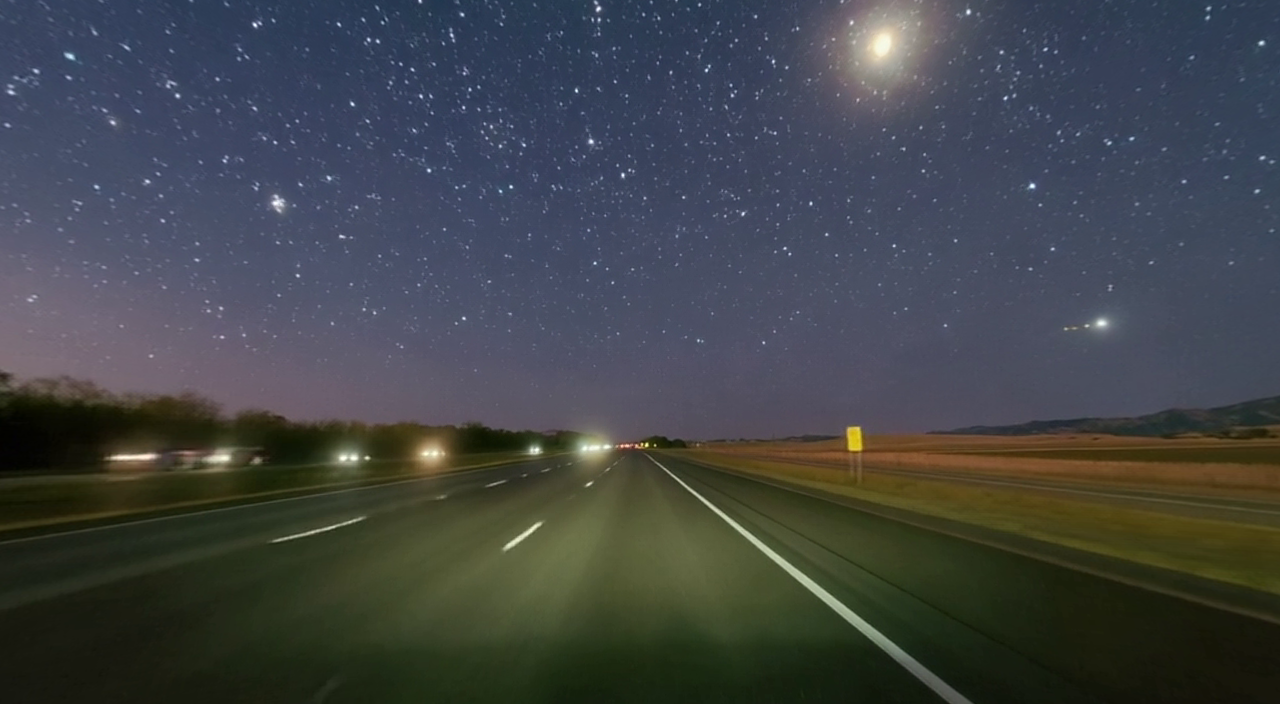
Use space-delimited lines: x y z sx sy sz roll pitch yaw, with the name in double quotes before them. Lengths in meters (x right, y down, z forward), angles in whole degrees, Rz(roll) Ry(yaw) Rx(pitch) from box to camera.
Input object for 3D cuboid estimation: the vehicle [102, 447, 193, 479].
"vehicle" -32.232 7.238 41.546 1.940 1.896 4.941 0 -8 0
